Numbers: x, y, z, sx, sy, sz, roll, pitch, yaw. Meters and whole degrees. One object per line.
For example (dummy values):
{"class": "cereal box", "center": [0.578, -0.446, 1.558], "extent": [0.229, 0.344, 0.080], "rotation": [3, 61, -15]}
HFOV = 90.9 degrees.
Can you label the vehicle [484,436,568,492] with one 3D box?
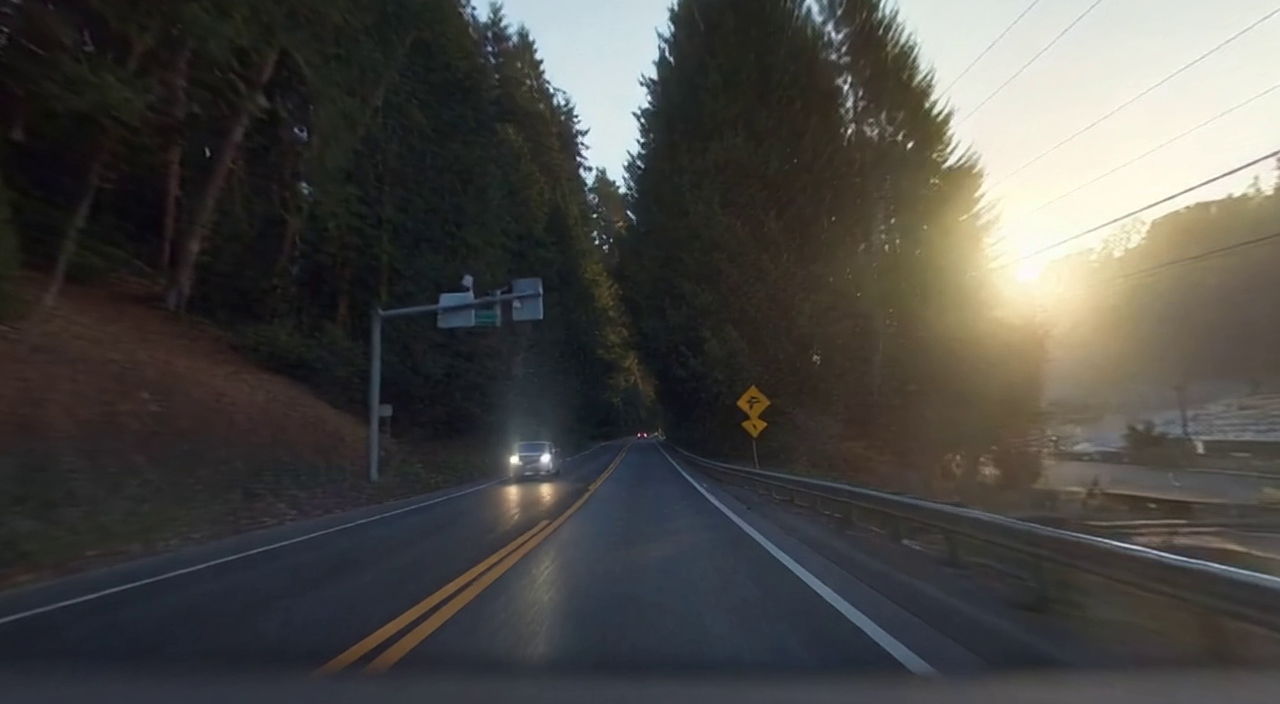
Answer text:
{"class": "vehicle", "center": [-3.776, 3.779, 21.656], "extent": [2.074, 1.679, 4.293], "rotation": [0, -8, 0]}
